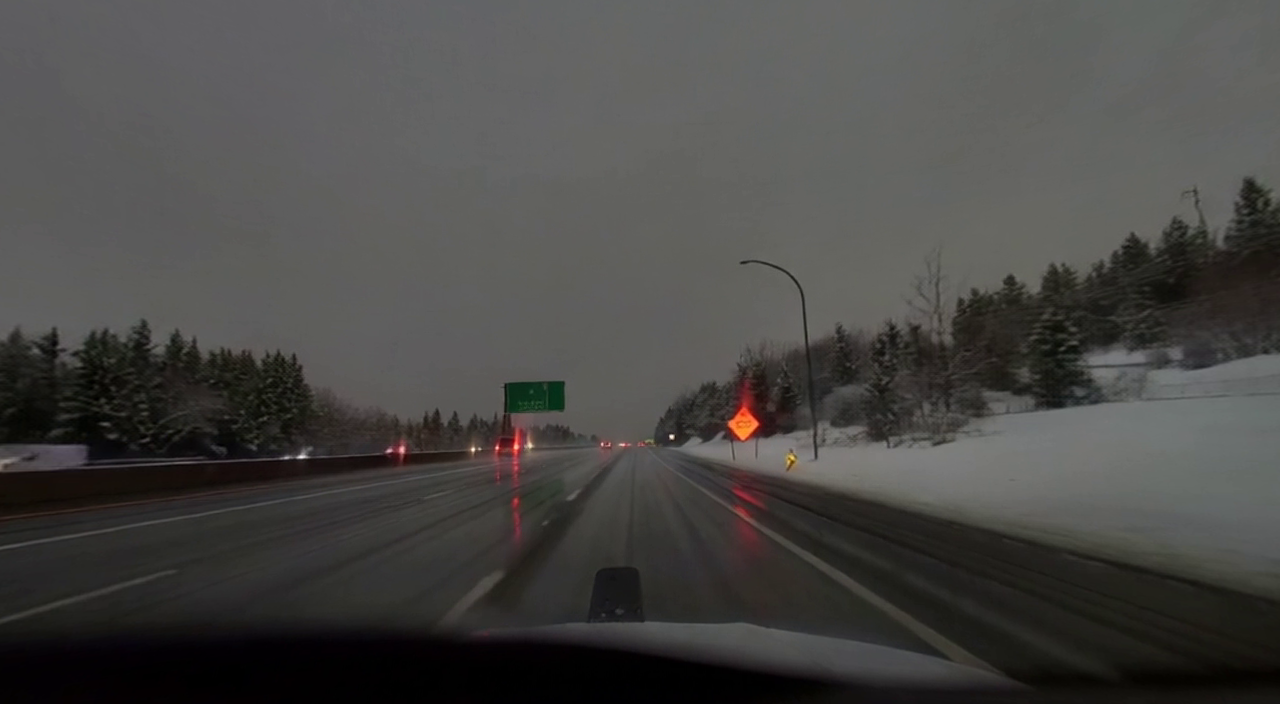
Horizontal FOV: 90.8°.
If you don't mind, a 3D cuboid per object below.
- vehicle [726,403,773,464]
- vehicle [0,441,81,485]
[{"bbox_3d":[6.677,5.029,38.828,2.397,3.584,2.509,0,-8,1],"label":"vehicle"},{"bbox_3d":[-28.440,4.910,28.073,2.264,1.879,5.322,0,-8,-1],"label":"vehicle"}]
